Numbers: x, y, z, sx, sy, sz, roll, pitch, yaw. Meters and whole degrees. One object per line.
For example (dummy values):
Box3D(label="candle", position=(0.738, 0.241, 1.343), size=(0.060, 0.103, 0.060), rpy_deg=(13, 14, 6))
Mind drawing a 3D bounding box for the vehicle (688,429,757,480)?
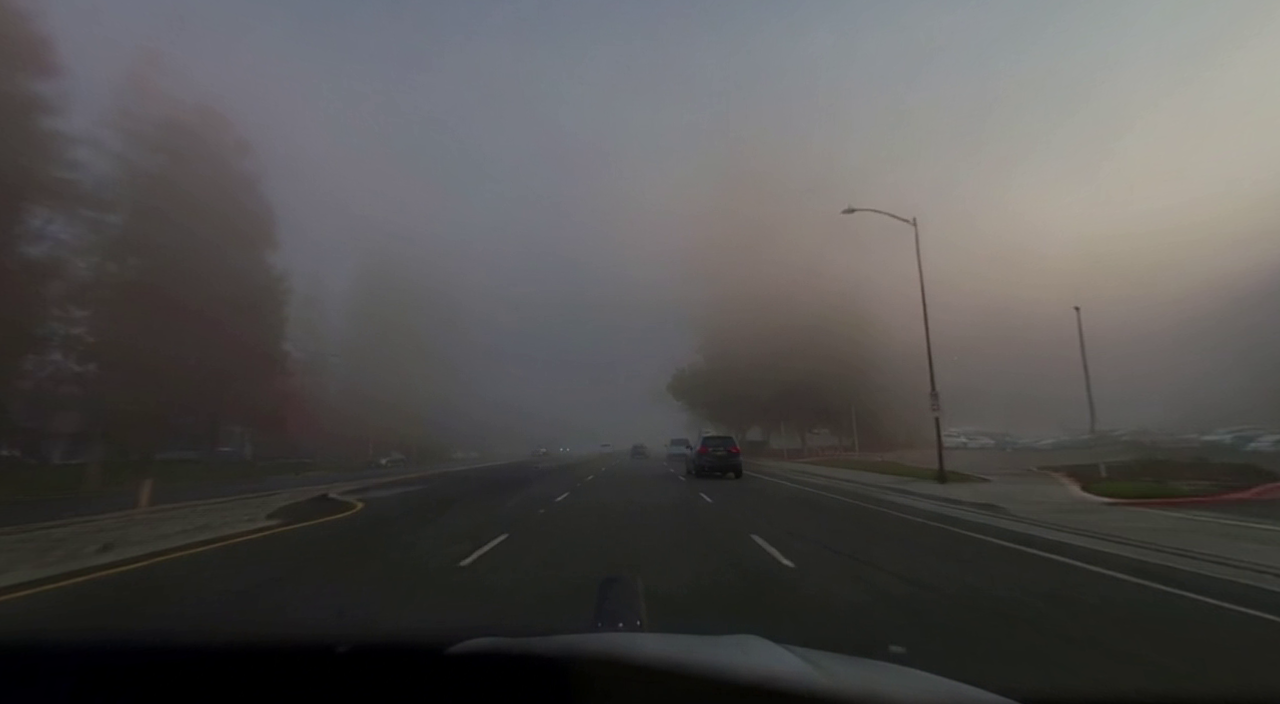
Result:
Box3D(label="vehicle", position=(3.126, 3.990, 24.949), size=(2.060, 1.816, 4.343), rpy_deg=(0, -8, -1))

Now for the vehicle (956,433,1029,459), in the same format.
Box3D(label="vehicle", position=(27.818, 7.437, 49.949), size=(4.609, 1.919, 1.985), rpy_deg=(0, -8, -9))
